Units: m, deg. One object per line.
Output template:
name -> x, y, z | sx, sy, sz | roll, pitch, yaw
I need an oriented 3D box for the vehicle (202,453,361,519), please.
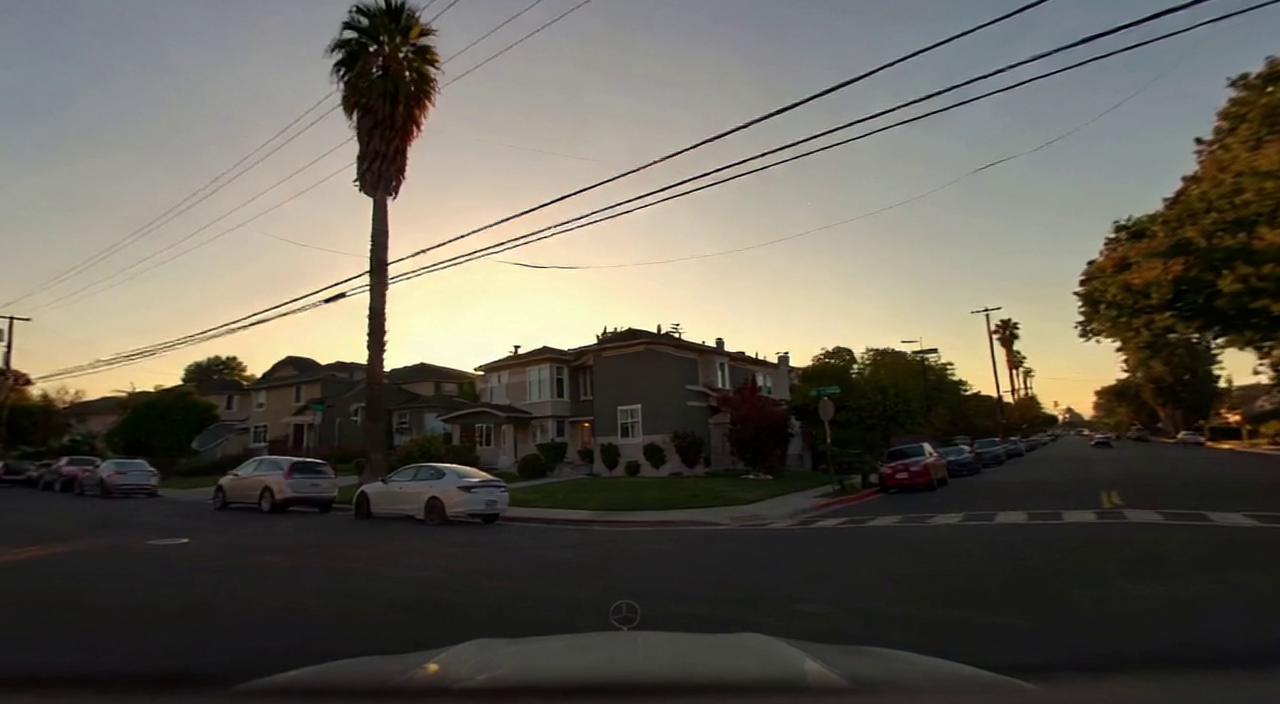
vehicle -> -10.328, 3.751, 18.153 | 4.471, 1.623, 1.943 | -5, -10, 31

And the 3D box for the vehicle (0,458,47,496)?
vehicle -> -34.689, 6.766, 34.421 | 4.871, 1.826, 2.115 | -6, -10, 32

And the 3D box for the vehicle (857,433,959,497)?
vehicle -> 8.841, 3.602, 20.602 | 2.179, 1.791, 4.547 | -6, -10, 33

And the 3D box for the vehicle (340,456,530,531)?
vehicle -> -4.821, 3.162, 14.681 | 4.448, 1.437, 1.786 | -6, -10, 34

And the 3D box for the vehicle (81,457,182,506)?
vehicle -> -20.255, 5.071, 25.118 | 4.294, 1.675, 1.894 | -6, -10, 35

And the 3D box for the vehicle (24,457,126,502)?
vehicle -> -25.225, 5.618, 28.196 | 4.633, 1.761, 1.922 | -5, -10, 30
